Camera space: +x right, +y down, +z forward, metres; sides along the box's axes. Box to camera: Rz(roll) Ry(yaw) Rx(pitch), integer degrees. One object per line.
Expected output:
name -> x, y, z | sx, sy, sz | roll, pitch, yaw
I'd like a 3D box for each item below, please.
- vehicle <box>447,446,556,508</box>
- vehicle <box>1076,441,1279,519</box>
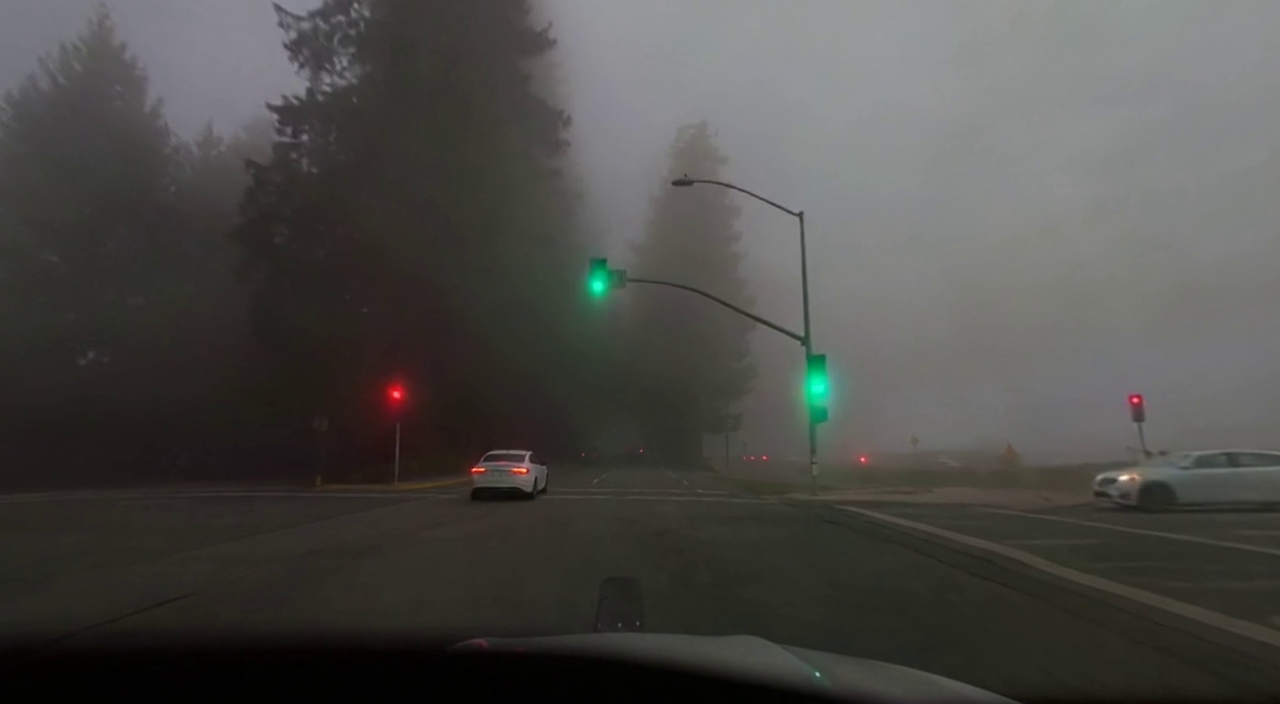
vehicle -> -3.597, 3.316, 17.333 | 1.968, 1.459, 4.433 | 0, -8, 0
vehicle -> 12.098, 2.598, 13.164 | 4.632, 1.473, 1.889 | 0, -8, -3
